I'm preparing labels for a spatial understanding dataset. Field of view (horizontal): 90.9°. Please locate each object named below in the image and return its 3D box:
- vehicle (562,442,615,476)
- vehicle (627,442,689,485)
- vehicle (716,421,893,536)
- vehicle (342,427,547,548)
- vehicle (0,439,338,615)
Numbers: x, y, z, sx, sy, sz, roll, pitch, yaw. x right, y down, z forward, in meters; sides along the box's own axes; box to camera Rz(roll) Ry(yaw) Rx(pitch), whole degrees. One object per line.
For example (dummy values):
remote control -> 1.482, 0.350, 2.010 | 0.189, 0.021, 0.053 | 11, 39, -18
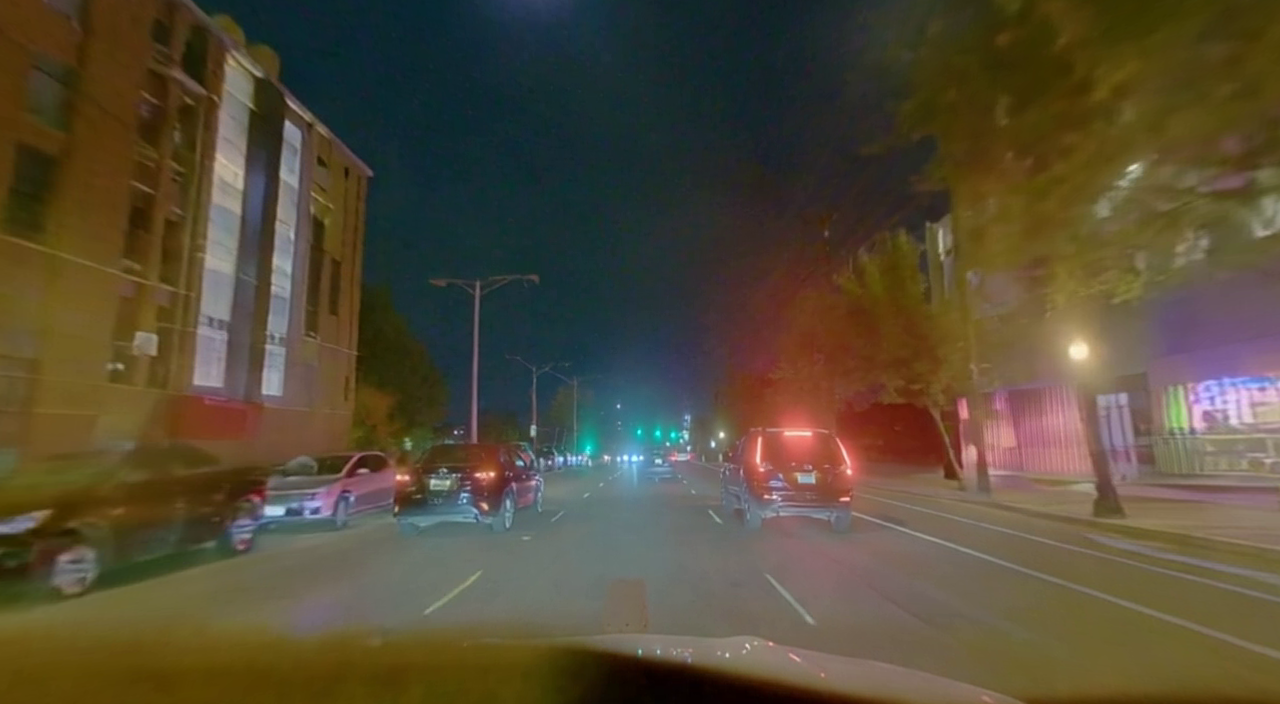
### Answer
vehicle -> -2.383, 5.113, 30.438 | 2.019, 1.507, 4.643 | -1, -8, 2
vehicle -> 0.657, 4.186, 24.138 | 2.139, 1.466, 4.373 | 0, -8, 1
vehicle -> 2.749, 2.226, 11.747 | 2.094, 1.709, 4.394 | 0, -8, 0
vehicle -> -2.968, 2.143, 10.641 | 2.085, 1.619, 3.976 | -1, -8, 1
vehicle -> -5.821, 1.843, 7.736 | 1.886, 1.494, 4.496 | -1, -8, 2
